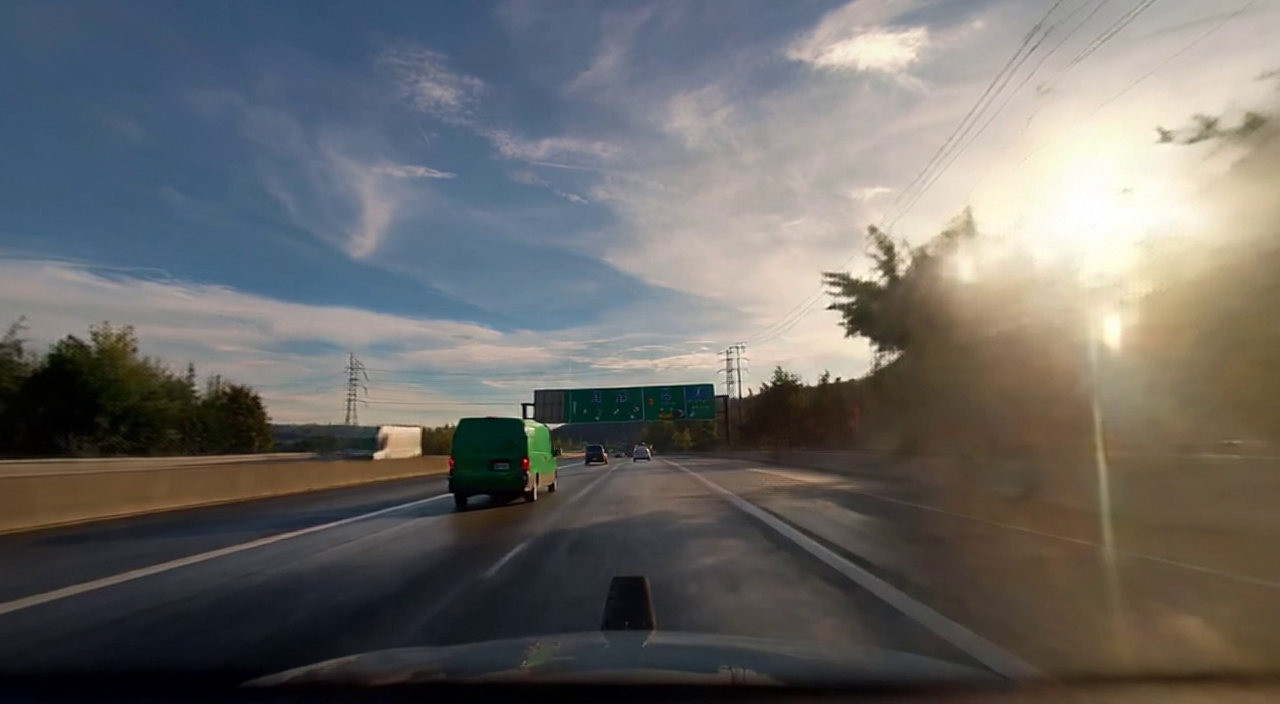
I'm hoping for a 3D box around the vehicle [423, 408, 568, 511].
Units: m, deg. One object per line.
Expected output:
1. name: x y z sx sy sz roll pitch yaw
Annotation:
1. vehicle: -3.106 2.451 14.736 2.281 2.025 4.586 0 -8 0
